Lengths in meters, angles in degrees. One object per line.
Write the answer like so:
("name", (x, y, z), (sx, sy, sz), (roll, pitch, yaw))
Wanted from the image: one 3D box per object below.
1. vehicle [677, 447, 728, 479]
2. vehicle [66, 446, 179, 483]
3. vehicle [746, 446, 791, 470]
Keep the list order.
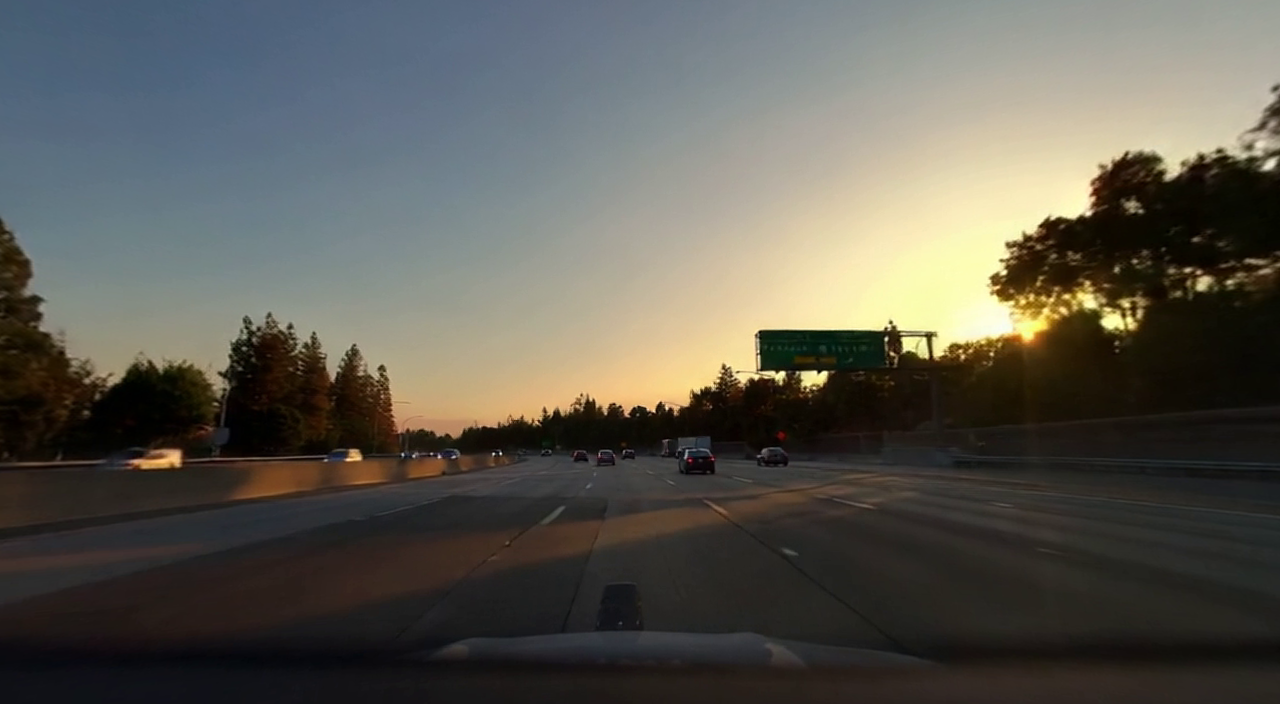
("vehicle", (3.206, 5.808, 33.122), (1.975, 1.562, 3.823), (1, -9, -5))
("vehicle", (-28.991, 6.328, 35.573), (2.106, 1.879, 5.124), (0, -9, -2))
("vehicle", (9.368, 7.804, 46.287), (1.909, 1.634, 4.739), (1, -9, -6))
